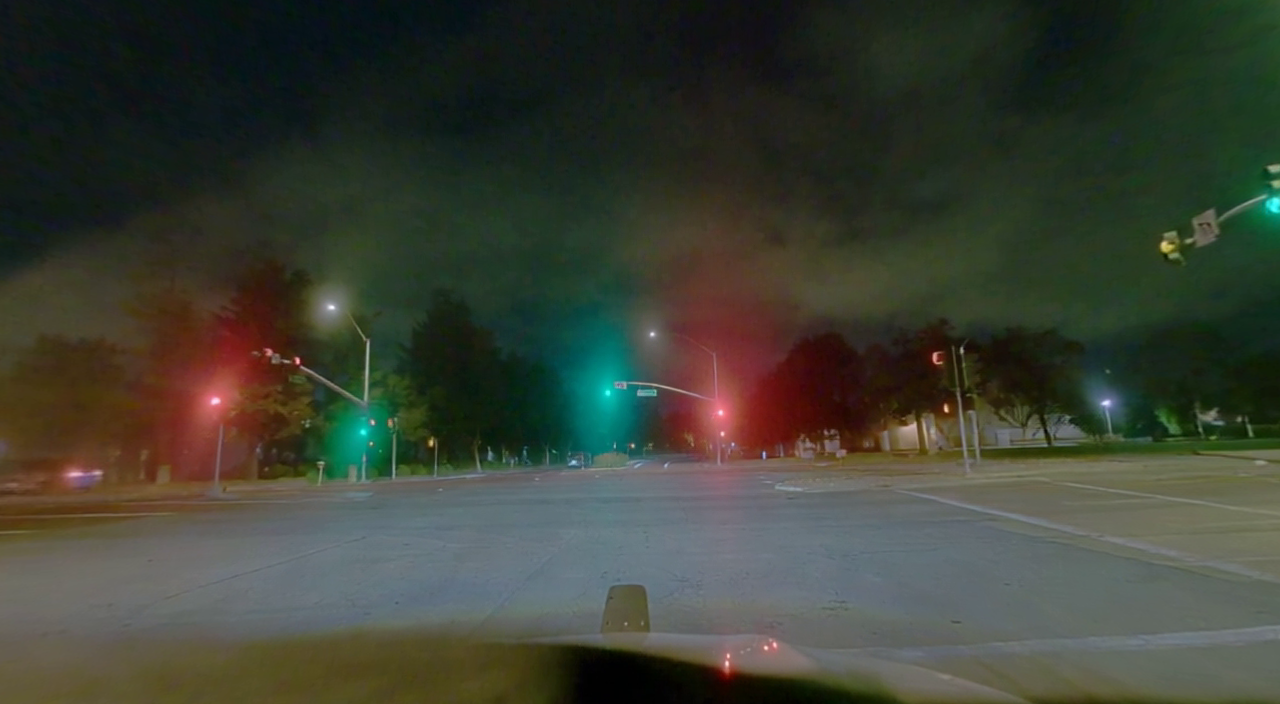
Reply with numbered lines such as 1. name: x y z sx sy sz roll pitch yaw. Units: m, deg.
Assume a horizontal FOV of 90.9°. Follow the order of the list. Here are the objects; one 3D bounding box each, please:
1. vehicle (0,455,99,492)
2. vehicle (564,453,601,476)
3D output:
1. vehicle: -33.374 6.584 34.319 5.762 1.886 2.241 0 -8 2
2. vehicle: -4.467 8.842 49.837 2.030 1.704 4.205 -1 -8 7
